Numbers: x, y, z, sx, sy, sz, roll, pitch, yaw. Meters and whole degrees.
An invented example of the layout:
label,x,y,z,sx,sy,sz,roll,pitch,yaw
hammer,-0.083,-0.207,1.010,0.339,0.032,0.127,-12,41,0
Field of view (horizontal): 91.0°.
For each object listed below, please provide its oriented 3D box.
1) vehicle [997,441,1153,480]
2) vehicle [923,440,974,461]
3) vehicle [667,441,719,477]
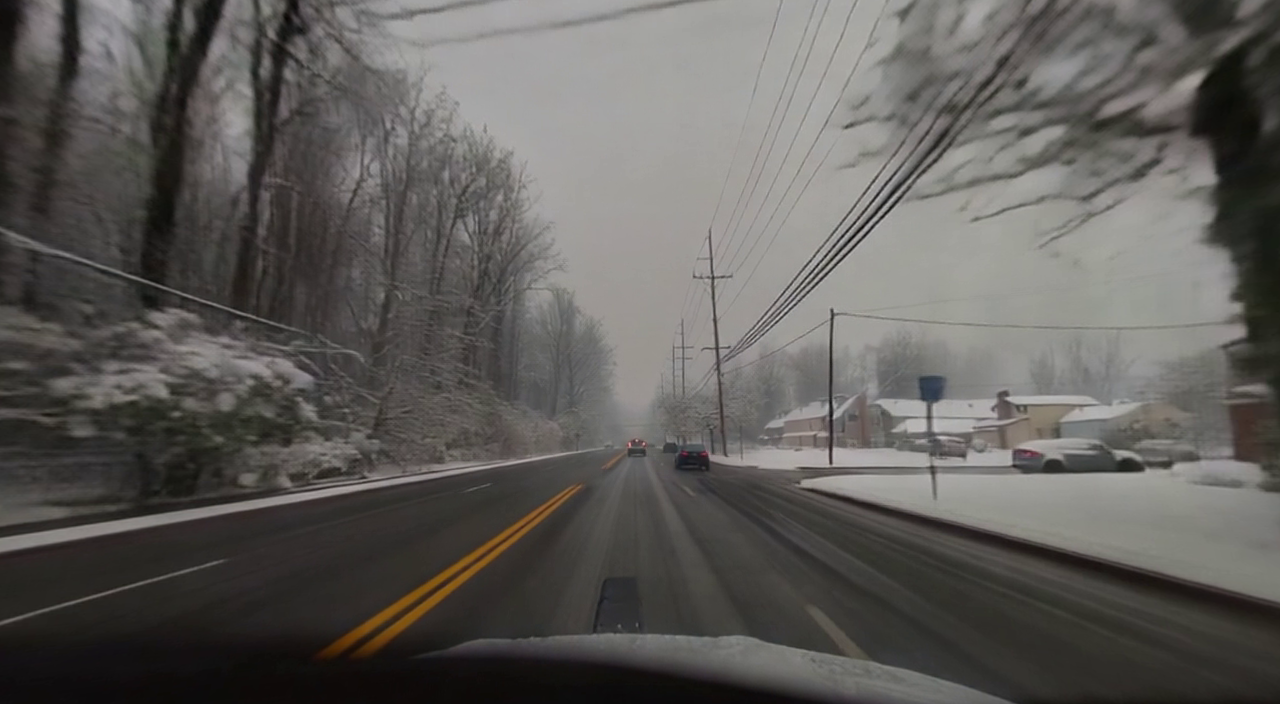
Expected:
label,x,y,z,sx,sy,sz,roll,pitch,yaw
vehicle,17.023,4.270,24.798,4.672,1.463,1.863,0,-9,2
vehicle,22.295,7.138,45.614,1.851,1.458,3.709,0,-9,1
vehicle,2.335,4.837,28.651,1.975,1.497,3.647,0,-9,-1
